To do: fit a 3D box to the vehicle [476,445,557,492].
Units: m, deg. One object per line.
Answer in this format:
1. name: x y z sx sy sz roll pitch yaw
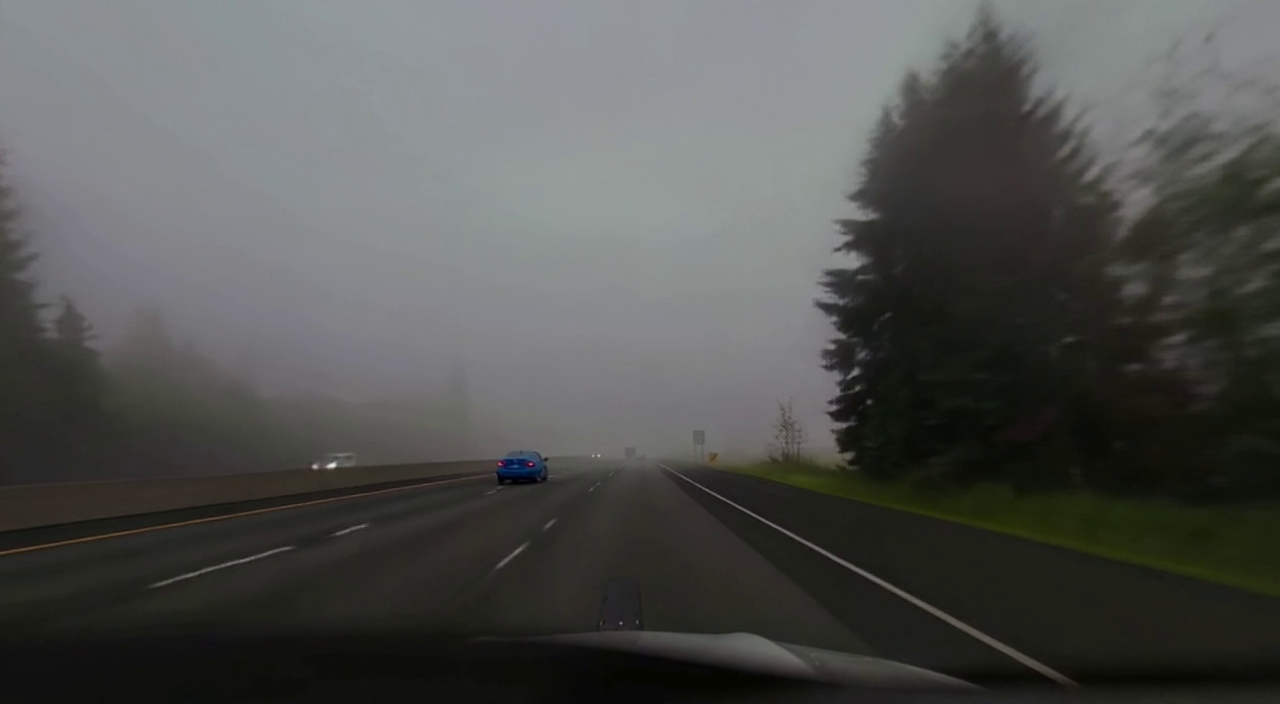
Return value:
1. vehicle: -4.382 4.190 23.018 2.121 1.537 3.852 0 -9 1
